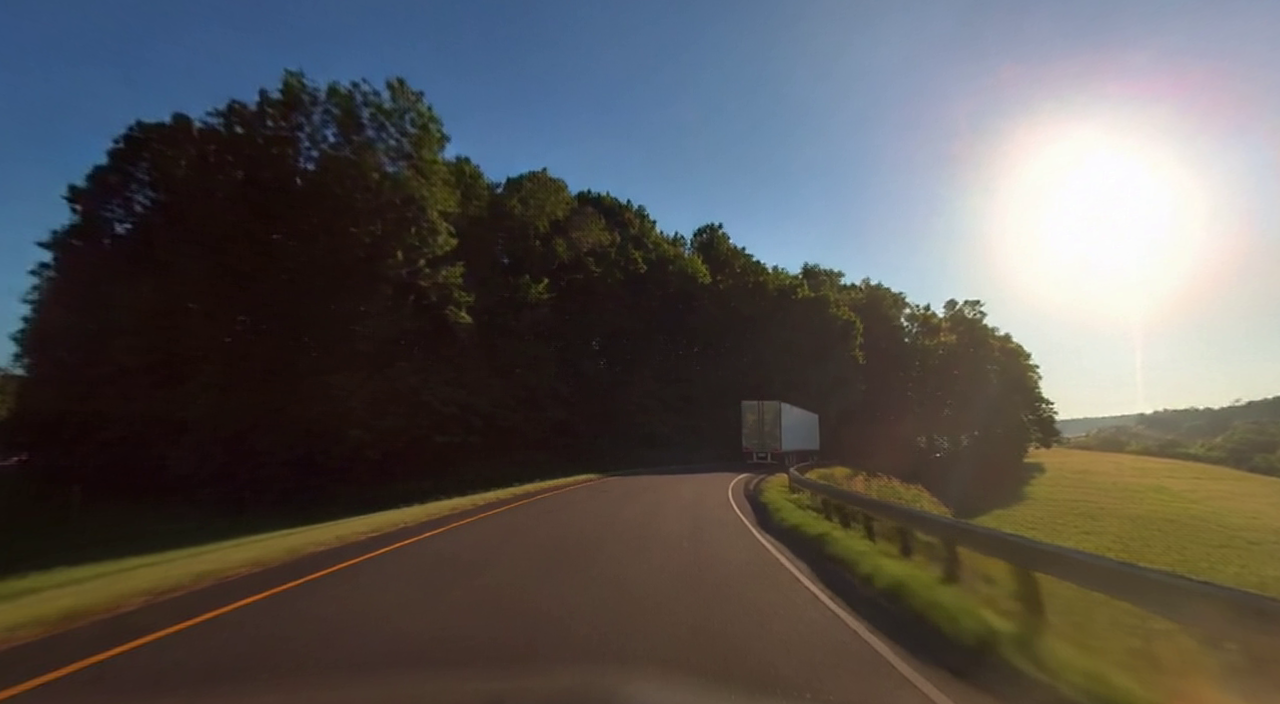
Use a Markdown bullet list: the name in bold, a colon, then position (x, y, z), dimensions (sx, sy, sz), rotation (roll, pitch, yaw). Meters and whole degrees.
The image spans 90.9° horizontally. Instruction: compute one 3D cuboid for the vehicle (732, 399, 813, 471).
- **vehicle**: position (9.547, 5.884, 43.716), dimensions (3.087, 4.178, 13.682), rotation (-4, -9, 21)
